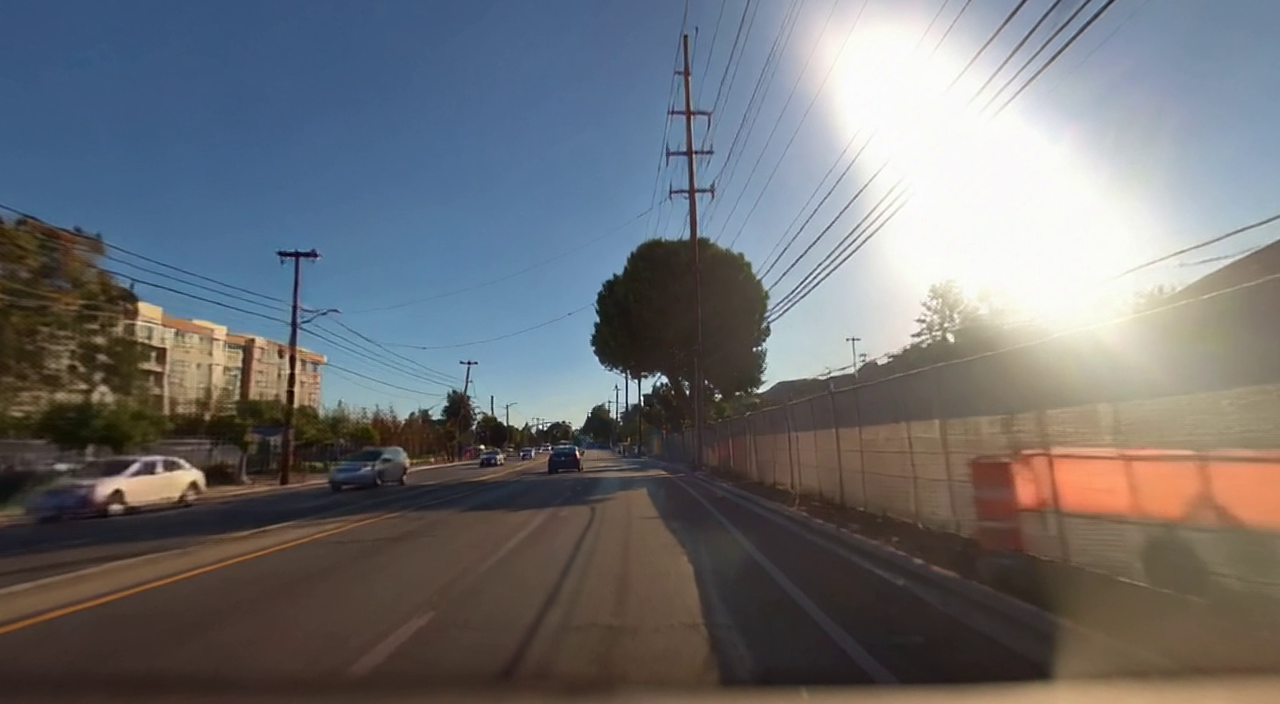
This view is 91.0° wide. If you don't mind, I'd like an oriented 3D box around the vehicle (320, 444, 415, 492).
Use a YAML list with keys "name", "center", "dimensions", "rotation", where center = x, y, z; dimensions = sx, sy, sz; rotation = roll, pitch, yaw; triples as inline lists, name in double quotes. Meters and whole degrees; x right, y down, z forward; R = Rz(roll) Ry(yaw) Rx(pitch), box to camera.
- name: "vehicle"
  center: [-10.603, 4.502, 24.867]
  dimensions: [1.954, 1.690, 4.080]
  rotation: [1, -9, -1]

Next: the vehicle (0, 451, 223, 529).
- name: "vehicle"
  center: [-13.413, 3.449, 16.420]
  dimensions: [1.942, 1.660, 4.595]
  rotation: [1, -9, -1]

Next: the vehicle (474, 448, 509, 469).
- name: "vehicle"
  center: [-11.492, 8.236, 48.954]
  dimensions: [1.911, 1.508, 4.448]
  rotation: [2, -9, -4]

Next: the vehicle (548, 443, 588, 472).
- name: "vehicle"
  center: [-4.123, 6.106, 36.692]
  dimensions: [1.992, 1.515, 4.289]
  rotation: [1, -9, -2]
